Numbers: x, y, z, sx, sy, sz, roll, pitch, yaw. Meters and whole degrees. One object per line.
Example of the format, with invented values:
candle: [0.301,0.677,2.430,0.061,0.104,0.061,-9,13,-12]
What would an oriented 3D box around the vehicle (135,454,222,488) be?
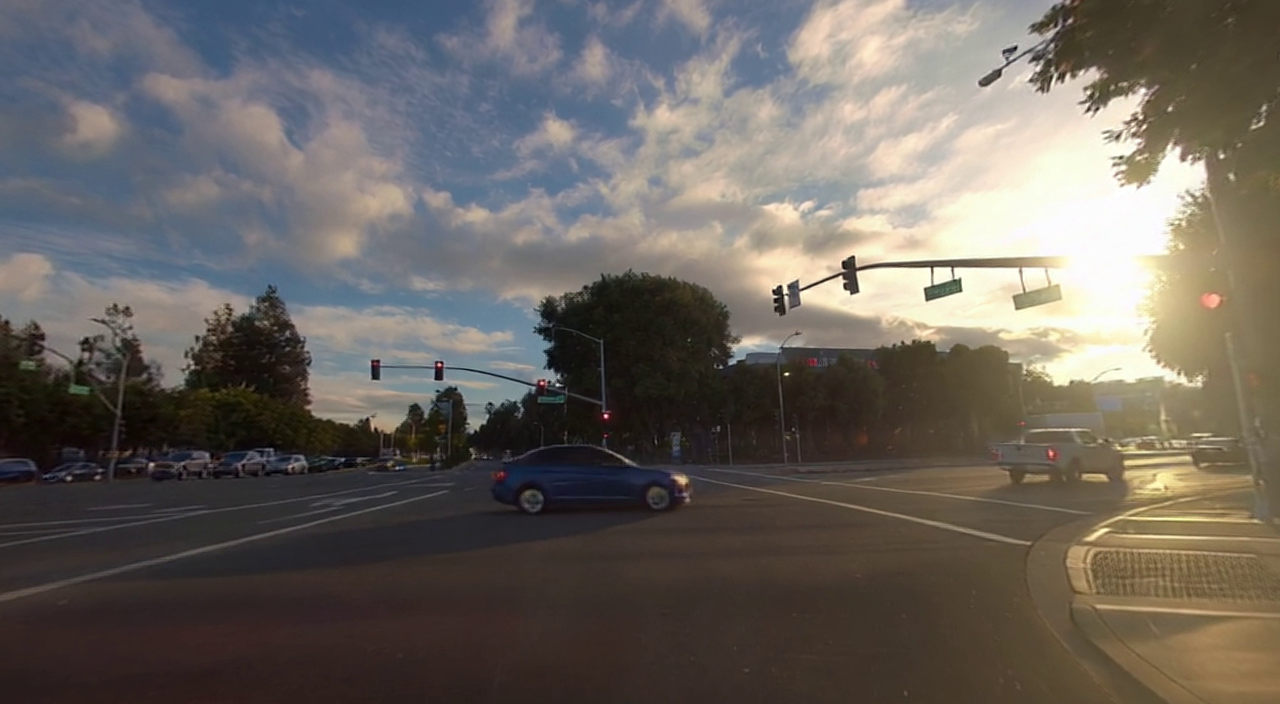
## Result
vehicle: [-25.651,6.584,35.343,2.081,1.670,4.376,1,-9,-9]

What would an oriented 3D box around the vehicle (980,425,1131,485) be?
vehicle: [15.316,3.742,23.175,5.896,1.937,2.358,5,-10,-33]

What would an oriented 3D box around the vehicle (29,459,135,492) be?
vehicle: [-29.049,6.415,33.137,1.965,1.448,4.553,1,-9,-10]

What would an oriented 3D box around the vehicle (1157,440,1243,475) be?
vehicle: [26.135,4.883,29.446,4.728,1.471,1.957,6,-11,-37]

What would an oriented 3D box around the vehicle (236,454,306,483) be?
vehicle: [-22.235,7.008,38.306,2.020,1.615,4.656,1,-9,-9]

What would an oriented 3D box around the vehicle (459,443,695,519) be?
vehicle: [-1.282,2.732,13.713,4.702,1.468,1.999,0,-9,-3]
